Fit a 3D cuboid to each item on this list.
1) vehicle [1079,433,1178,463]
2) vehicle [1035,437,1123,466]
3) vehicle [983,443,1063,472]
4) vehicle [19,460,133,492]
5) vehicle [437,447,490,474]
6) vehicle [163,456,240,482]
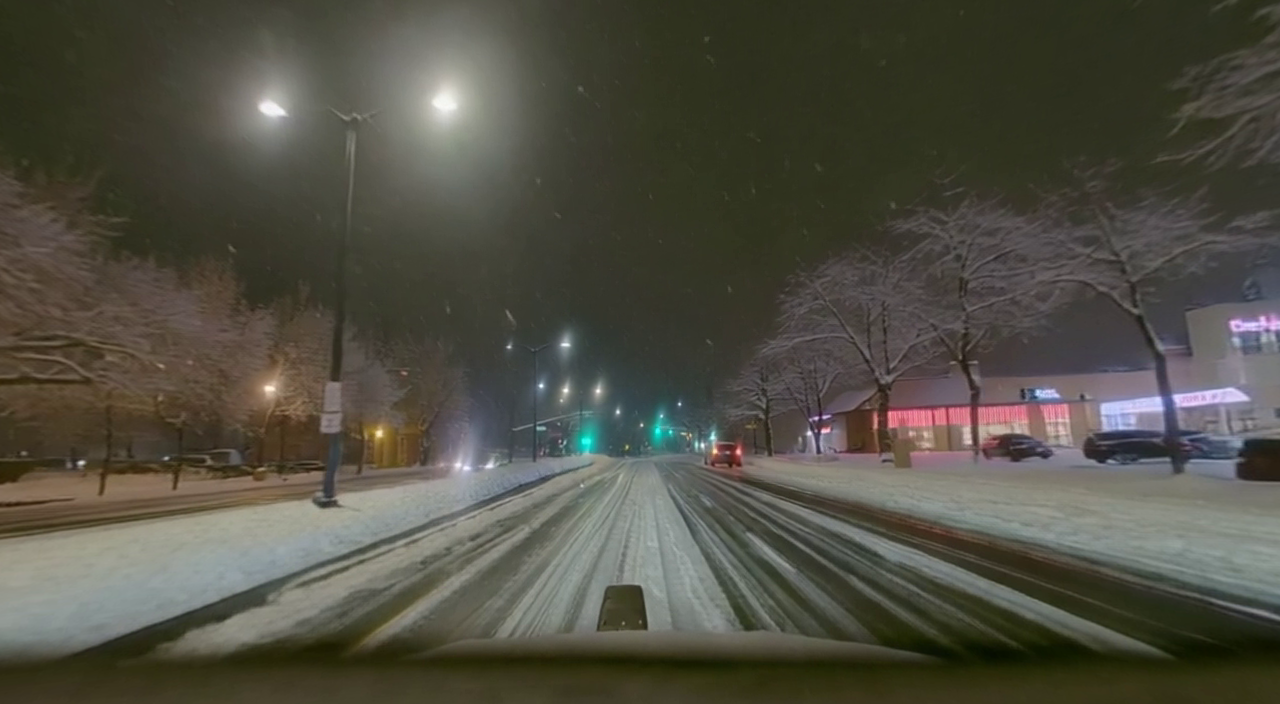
[{"bbox_3d":[28.392,5.629,36.717,1.898,1.609,4.864,0,-9,0],"label":"vehicle"},{"bbox_3d":[25.833,5.874,37.141,1.908,1.617,4.452,0,-9,-2],"label":"vehicle"},{"bbox_3d":[22.943,6.301,37.818,2.025,1.586,4.486,-1,-8,0],"label":"vehicle"},{"bbox_3d":[-30.707,6.753,34.399,4.400,1.524,1.849,6,-11,-37],"label":"vehicle"},{"bbox_3d":[-12.168,7.499,43.662,2.082,1.712,5.122,0,-9,1],"label":"vehicle"},{"bbox_3d":[-31.052,8.277,44.570,4.351,1.547,1.998,3,-11,-34],"label":"vehicle"}]
